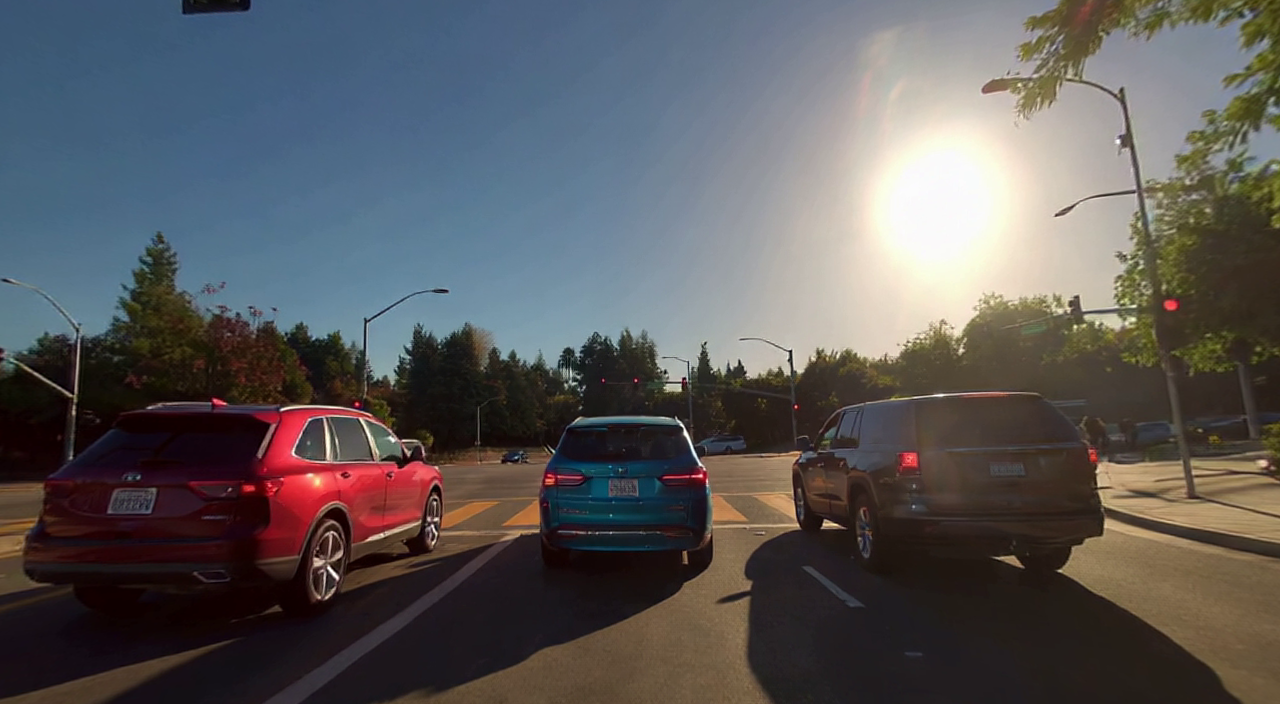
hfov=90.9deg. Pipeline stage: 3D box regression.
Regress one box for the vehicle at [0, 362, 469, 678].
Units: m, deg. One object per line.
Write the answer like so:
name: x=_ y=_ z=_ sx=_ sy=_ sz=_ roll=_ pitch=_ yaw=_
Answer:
vehicle: x=-3.273 y=1.279 z=5.903 sx=2.047 sy=1.810 sz=4.414 roll=0 pitch=-8 yaw=1

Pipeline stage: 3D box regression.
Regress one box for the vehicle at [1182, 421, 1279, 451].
vehicle: x=32.819 y=4.648 z=34.751 sx=4.175 sy=1.634 sz=1.877 roll=1 pitch=-8 yaw=-4

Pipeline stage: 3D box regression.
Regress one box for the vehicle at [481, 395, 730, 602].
vehicle: x=-0.231 y=1.512 z=7.315 sx=2.067 sy=1.702 sz=3.987 roll=0 pitch=-8 yaw=2

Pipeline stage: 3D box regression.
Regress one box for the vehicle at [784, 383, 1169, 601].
vehicle: x=3.283 y=1.479 z=7.512 sx=2.083 sy=1.779 sz=4.532 roll=0 pitch=-8 yaw=0
